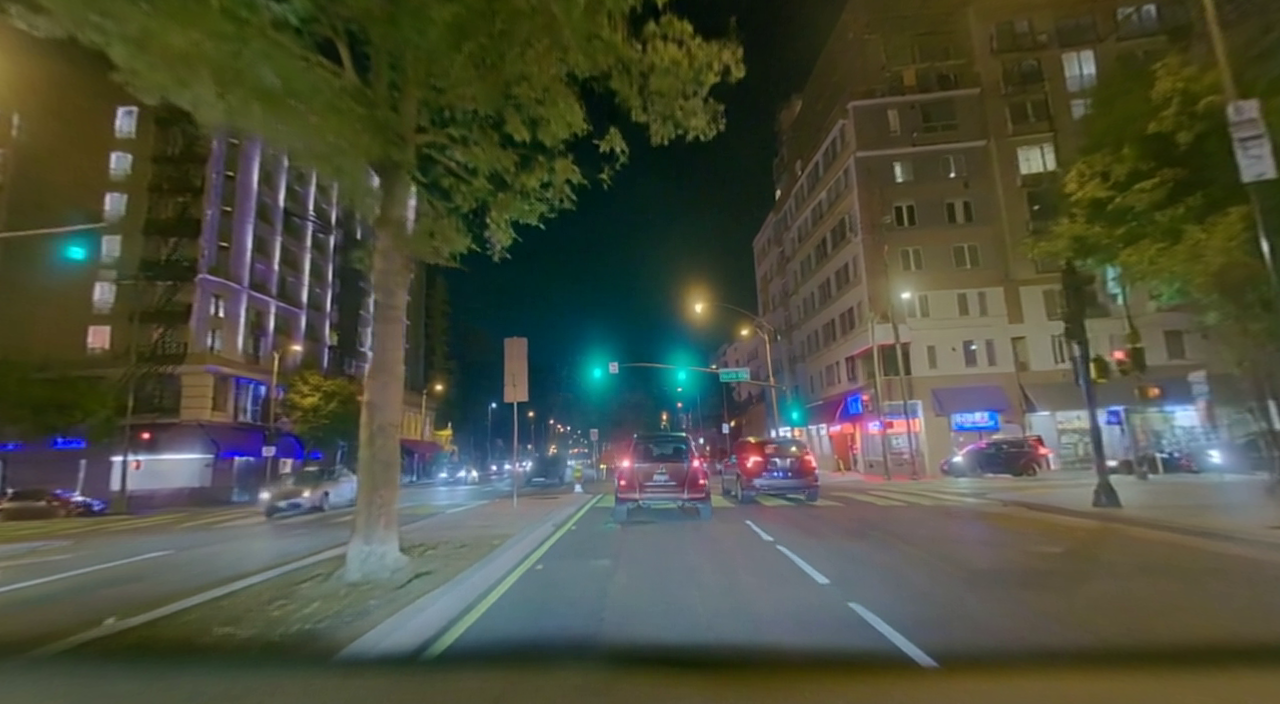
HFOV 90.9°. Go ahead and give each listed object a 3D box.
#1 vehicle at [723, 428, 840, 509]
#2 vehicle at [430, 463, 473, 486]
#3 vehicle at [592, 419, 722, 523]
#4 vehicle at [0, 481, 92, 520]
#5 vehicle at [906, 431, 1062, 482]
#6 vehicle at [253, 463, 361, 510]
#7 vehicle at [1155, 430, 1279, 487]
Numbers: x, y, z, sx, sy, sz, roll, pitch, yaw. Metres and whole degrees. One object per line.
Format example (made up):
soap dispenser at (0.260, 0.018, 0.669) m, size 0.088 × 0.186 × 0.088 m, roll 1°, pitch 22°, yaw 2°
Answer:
vehicle at (3.362, 2.864, 15.868) m, size 1.939 × 1.746 × 4.091 m, roll 0°, pitch -9°, yaw -1°
vehicle at (-13.999, 9.152, 47.169) m, size 1.856 × 1.521 × 4.309 m, roll 0°, pitch -9°, yaw 0°
vehicle at (0.283, 2.344, 12.869) m, size 2.209 × 1.748 × 4.130 m, roll 0°, pitch -9°, yaw 0°
vehicle at (-27.716, 6.796, 28.921) m, size 3.416 × 1.466 × 1.840 m, roll 1°, pitch -7°, yaw 0°
vehicle at (14.183, 4.362, 26.324) m, size 5.156 × 2.005 × 2.122 m, roll -1°, pitch -9°, yaw 6°
vehicle at (-13.582, 5.471, 26.059) m, size 2.035 × 1.619 × 4.327 m, roll 0°, pitch -9°, yaw 1°
vehicle at (18.837, 3.250, 19.371) m, size 4.248 × 1.642 × 1.961 m, roll 0°, pitch -9°, yaw 0°
